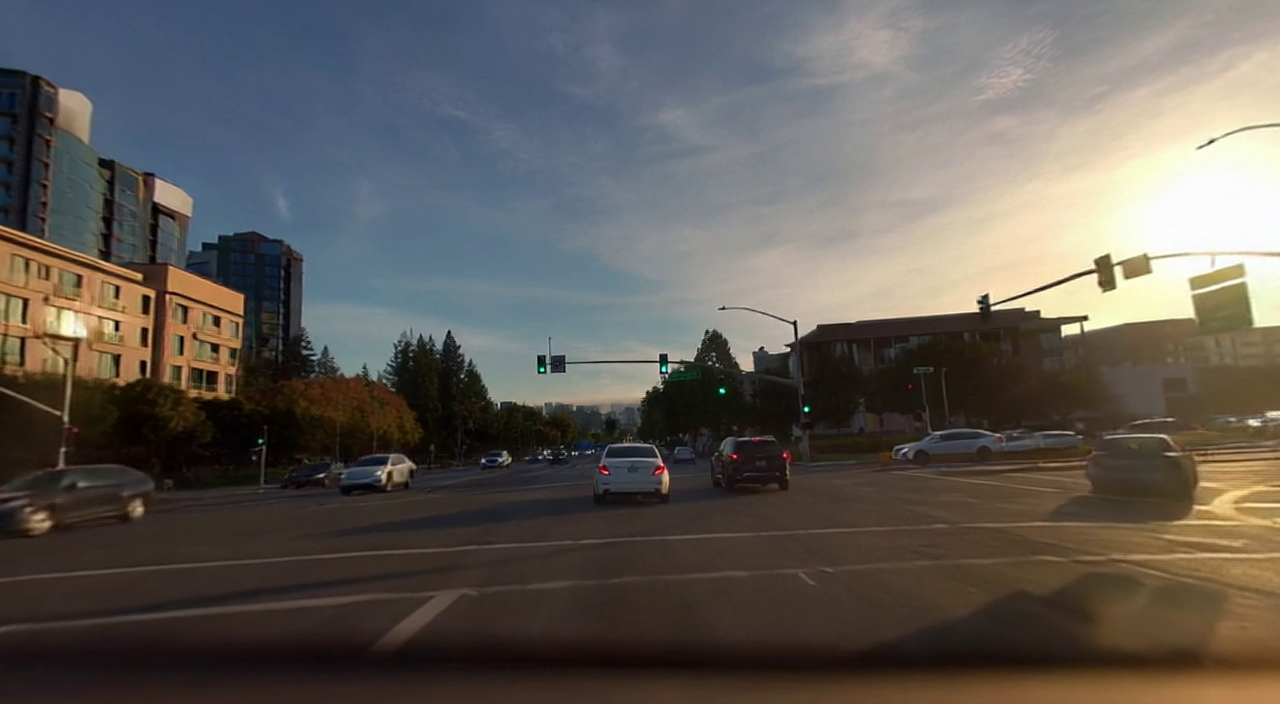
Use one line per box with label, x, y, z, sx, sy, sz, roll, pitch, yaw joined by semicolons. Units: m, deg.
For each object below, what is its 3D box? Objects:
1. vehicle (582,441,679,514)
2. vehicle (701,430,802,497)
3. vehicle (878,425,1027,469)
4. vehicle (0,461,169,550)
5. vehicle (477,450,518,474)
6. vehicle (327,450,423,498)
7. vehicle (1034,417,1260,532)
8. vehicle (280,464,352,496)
vehicle;-0.254;2.925;15.237;2.034;1.500;3.966;0;-8;-1
vehicle;3.207;3.321;19.187;2.107;1.773;4.557;0;-8;-1
vehicle;15.129;4.654;31.006;6.013;2.030;2.461;-2;-9;12
vehicle;-14.841;3.781;16.197;1.908;1.797;4.620;0;-8;1
vehicle;-11.055;8.576;49.498;2.102;1.758;4.532;0;-8;1
vehicle;-11.253;5.179;27.255;2.078;1.795;4.636;0;-8;1
vehicle;9.277;2.229;12.112;2.039;1.760;4.319;-3;-9;21
vehicle;-18.302;7.223;35.903;1.840;1.511;4.229;0;-8;0
